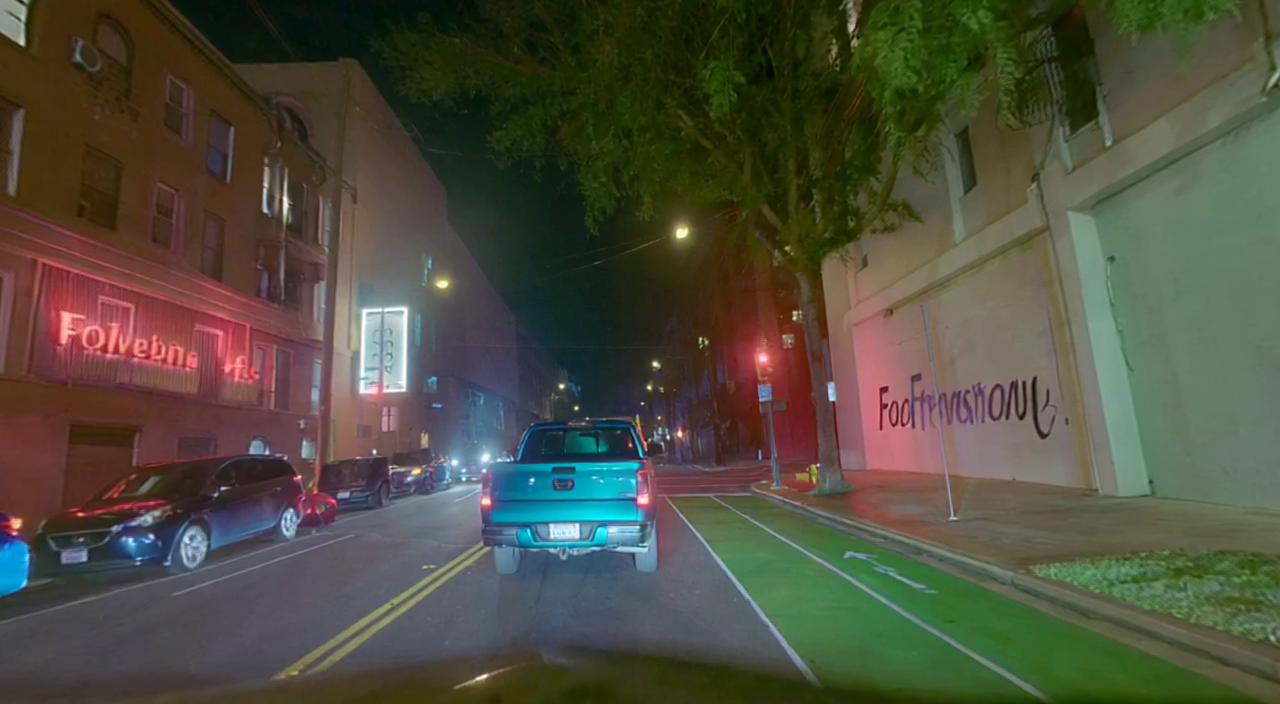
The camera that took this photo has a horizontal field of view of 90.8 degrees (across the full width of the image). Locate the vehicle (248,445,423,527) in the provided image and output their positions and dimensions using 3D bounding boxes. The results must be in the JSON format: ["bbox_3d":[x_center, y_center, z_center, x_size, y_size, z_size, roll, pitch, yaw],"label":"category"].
[{"bbox_3d":[-7.383,3.237,16.063,1.884,1.730,5.076,0,-8,0],"label":"vehicle"}]

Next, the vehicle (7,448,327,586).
[{"bbox_3d":[-7.165,2.453,10.376,1.882,1.686,4.489,0,-8,-2],"label":"vehicle"}]

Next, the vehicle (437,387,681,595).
[{"bbox_3d":[-0.709,1.603,8.143,2.215,1.882,4.611,0,-8,1],"label":"vehicle"}]
